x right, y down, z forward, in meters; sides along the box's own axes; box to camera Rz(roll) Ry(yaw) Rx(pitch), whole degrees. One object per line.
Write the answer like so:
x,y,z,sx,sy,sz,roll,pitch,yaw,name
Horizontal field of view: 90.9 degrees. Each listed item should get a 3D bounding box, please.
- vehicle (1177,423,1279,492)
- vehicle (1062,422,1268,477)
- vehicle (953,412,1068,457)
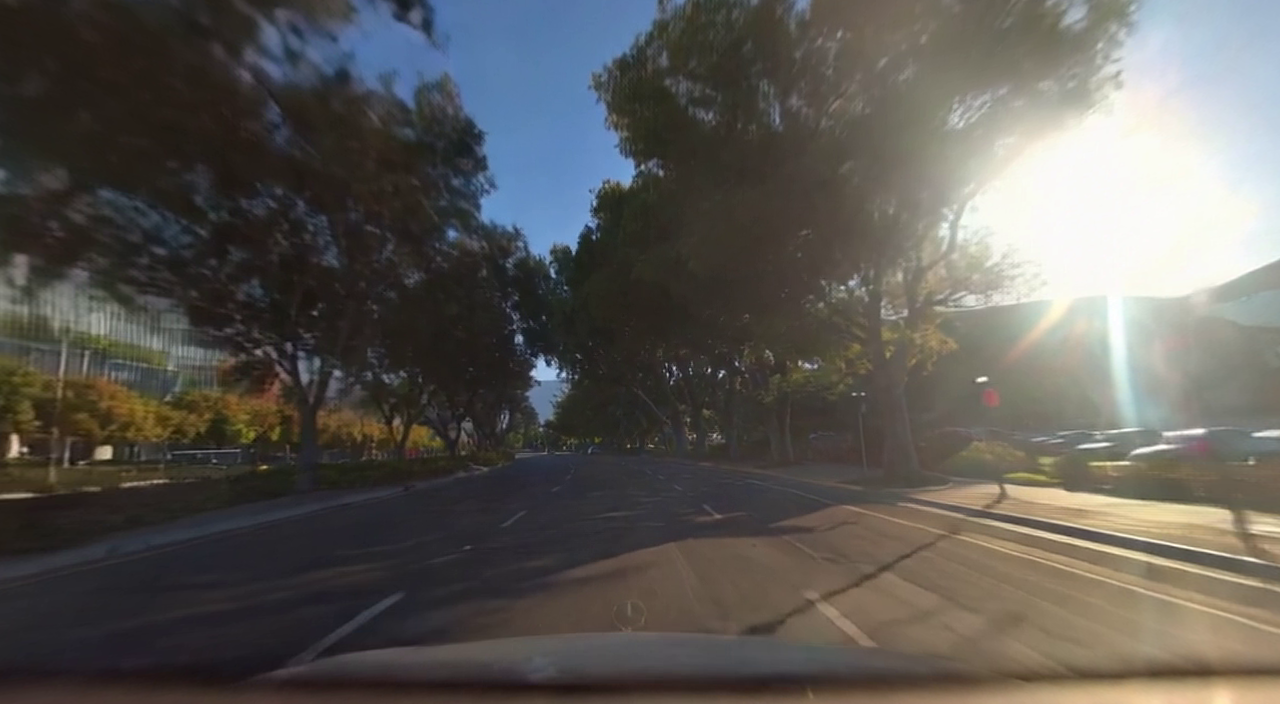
15.658,2.449,14.834,4.251,1.479,2.038,0,-9,-4,vehicle
15.643,2.915,18.968,4.526,1.517,1.979,0,-9,-4,vehicle
15.150,3.405,25.881,3.595,1.749,1.726,1,-9,-5,vehicle
